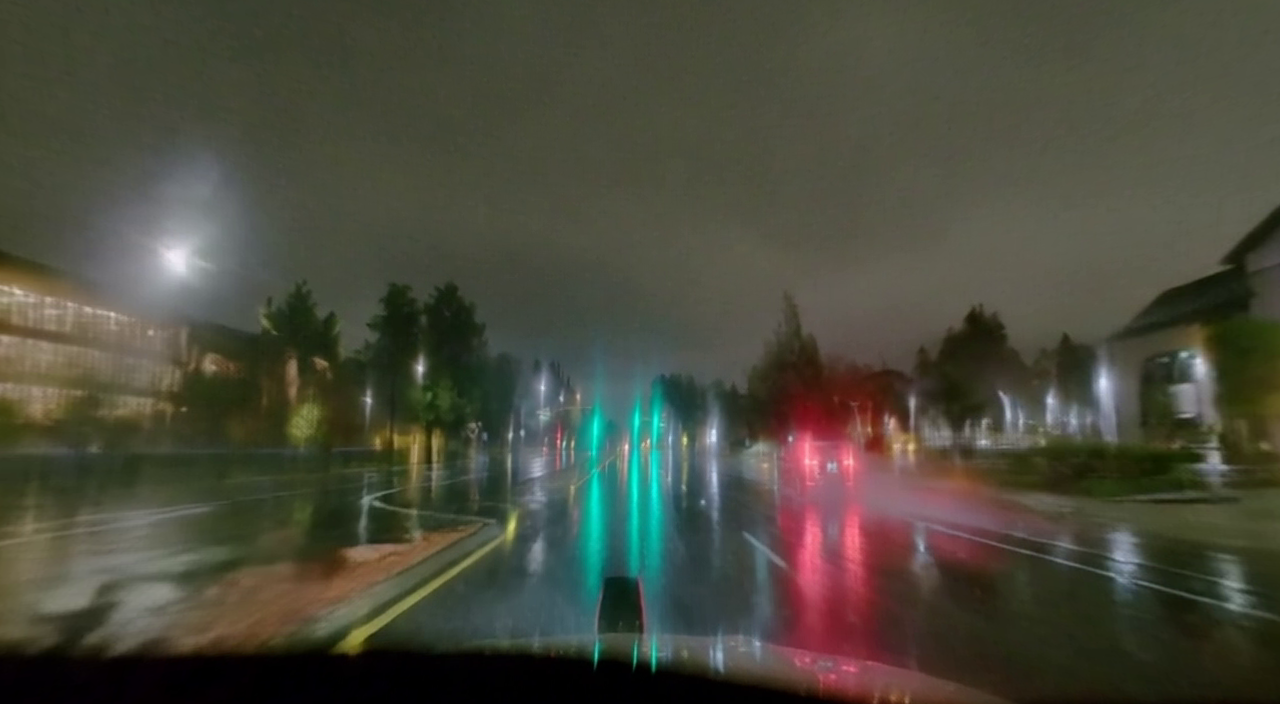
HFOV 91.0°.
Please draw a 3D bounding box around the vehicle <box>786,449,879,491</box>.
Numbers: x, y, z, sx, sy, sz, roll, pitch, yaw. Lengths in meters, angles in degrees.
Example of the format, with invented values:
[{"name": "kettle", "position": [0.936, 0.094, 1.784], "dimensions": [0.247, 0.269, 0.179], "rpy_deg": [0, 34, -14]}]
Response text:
[{"name": "vehicle", "position": [7.272, 4.470, 24.270], "dimensions": [2.054, 1.421, 4.487], "rpy_deg": [0, -9, -2]}]
